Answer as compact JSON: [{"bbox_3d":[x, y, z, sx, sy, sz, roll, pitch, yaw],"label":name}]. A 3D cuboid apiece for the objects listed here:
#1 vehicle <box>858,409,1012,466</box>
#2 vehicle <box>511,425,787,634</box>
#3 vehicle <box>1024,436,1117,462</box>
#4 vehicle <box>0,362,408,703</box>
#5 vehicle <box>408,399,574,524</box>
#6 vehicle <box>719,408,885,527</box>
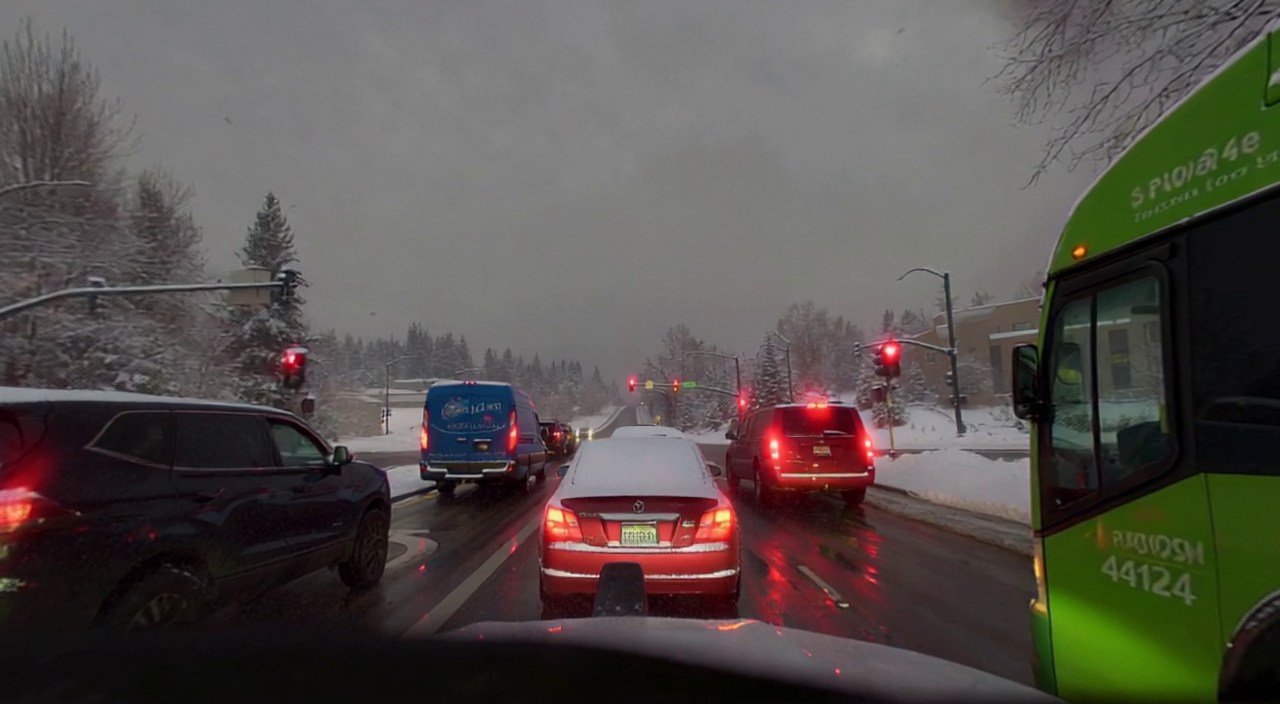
[{"bbox_3d":[17.570,5.137,37.923,7.839,3.213,2.628,0,-8,-3],"label":"vehicle"},{"bbox_3d":[0.055,1.550,6.428,1.976,1.485,3.624,0,-8,0],"label":"vehicle"},{"bbox_3d":[25.840,5.822,38.006,4.229,1.489,1.794,0,-8,-2],"label":"vehicle"},{"bbox_3d":[-3.415,1.181,4.634,1.921,1.701,3.989,0,-8,-1],"label":"vehicle"},{"bbox_3d":[-2.937,2.353,13.972,2.335,2.221,5.165,0,-8,1],"label":"vehicle"},{"bbox_3d":[3.137,2.396,13.666,2.143,2.036,5.367,0,-8,0],"label":"vehicle"}]
